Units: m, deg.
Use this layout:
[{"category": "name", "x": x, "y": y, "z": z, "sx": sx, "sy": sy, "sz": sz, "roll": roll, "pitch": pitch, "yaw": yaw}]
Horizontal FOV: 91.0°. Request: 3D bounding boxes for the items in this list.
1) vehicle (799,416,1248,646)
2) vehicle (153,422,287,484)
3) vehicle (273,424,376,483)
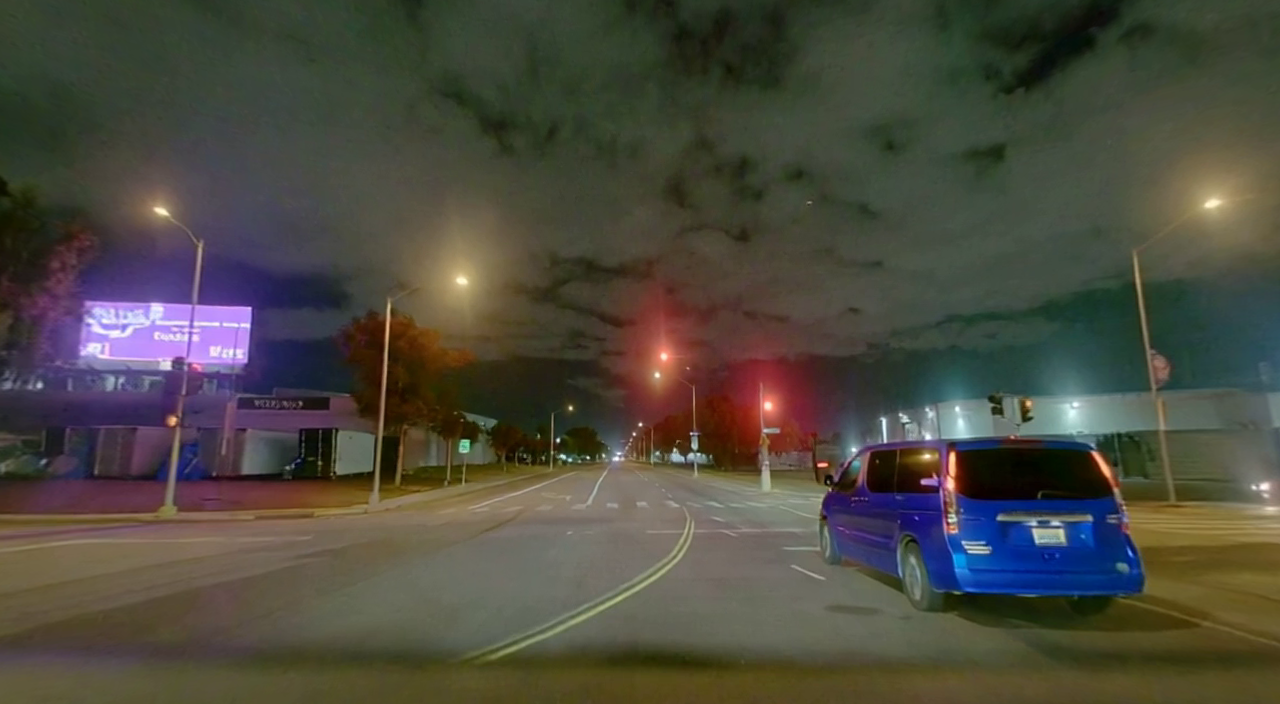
[{"category": "vehicle", "x": 3.728, "y": 1.817, "z": 7.568, "sx": 2.202, "sy": 1.822, "sz": 4.826, "roll": 1, "pitch": -9, "yaw": -2}, {"category": "vehicle", "x": -28.203, "y": 6.945, "z": 43.032, "sx": 2.943, "sy": 3.741, "sz": 9.094, "roll": 0, "pitch": -10, "yaw": -1}, {"category": "vehicle", "x": -21.439, "y": 6.916, "z": 43.467, "sx": 3.337, "sy": 3.644, "sz": 7.945, "roll": 0, "pitch": -8, "yaw": -3}]
